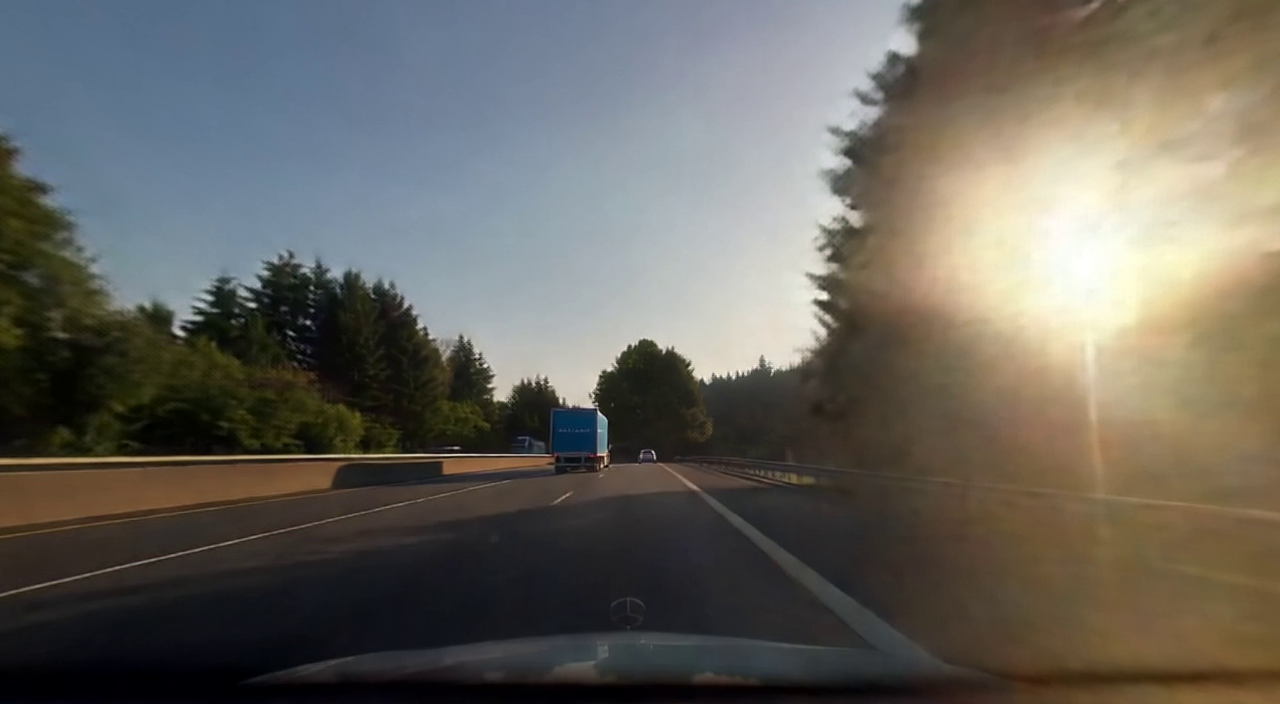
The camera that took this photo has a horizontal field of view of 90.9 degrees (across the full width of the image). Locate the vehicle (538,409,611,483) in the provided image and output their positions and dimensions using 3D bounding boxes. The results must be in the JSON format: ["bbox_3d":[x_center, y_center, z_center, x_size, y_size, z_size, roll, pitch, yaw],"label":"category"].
[{"bbox_3d":[-2.953,4.533,30.482,2.695,3.151,6.885,0,-9,1],"label":"vehicle"}]
